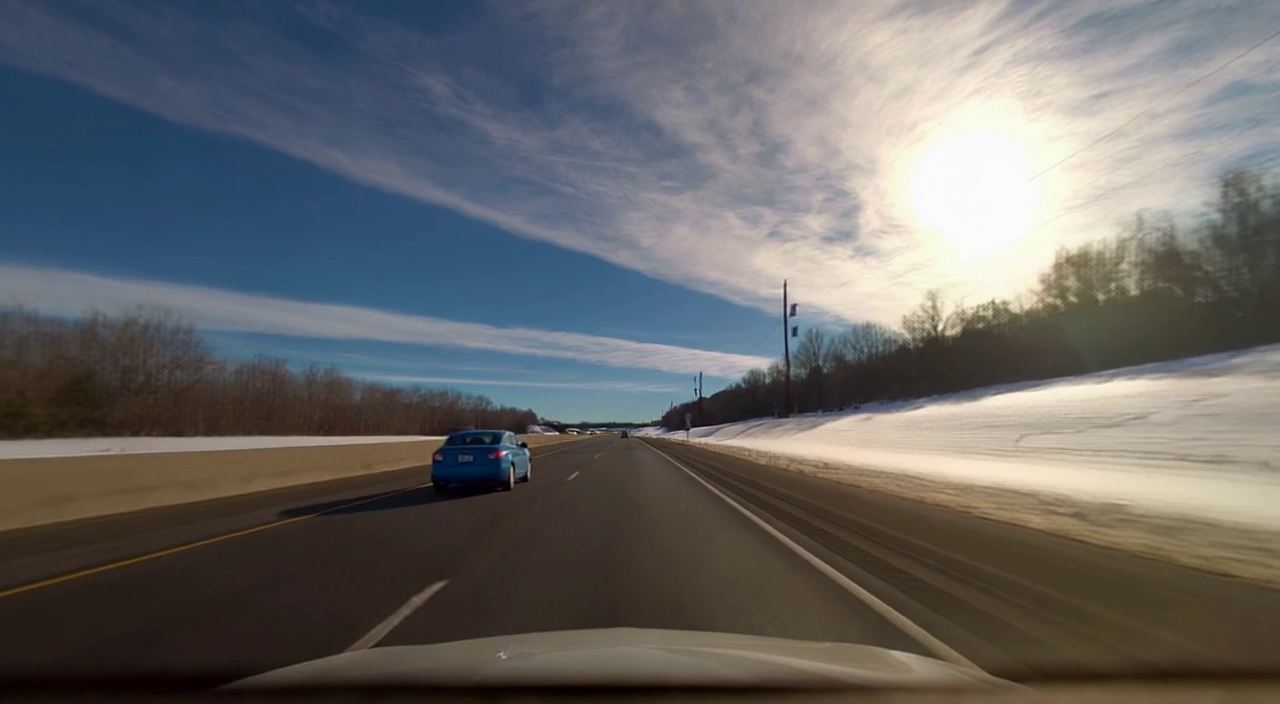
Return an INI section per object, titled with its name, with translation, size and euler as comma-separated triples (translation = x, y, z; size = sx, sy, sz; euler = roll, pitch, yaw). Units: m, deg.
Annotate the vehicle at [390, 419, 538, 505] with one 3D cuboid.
[vehicle]
translation = -3.503, 2.256, 13.365
size = 1.999, 1.536, 3.969
euler = 0, -8, 0
